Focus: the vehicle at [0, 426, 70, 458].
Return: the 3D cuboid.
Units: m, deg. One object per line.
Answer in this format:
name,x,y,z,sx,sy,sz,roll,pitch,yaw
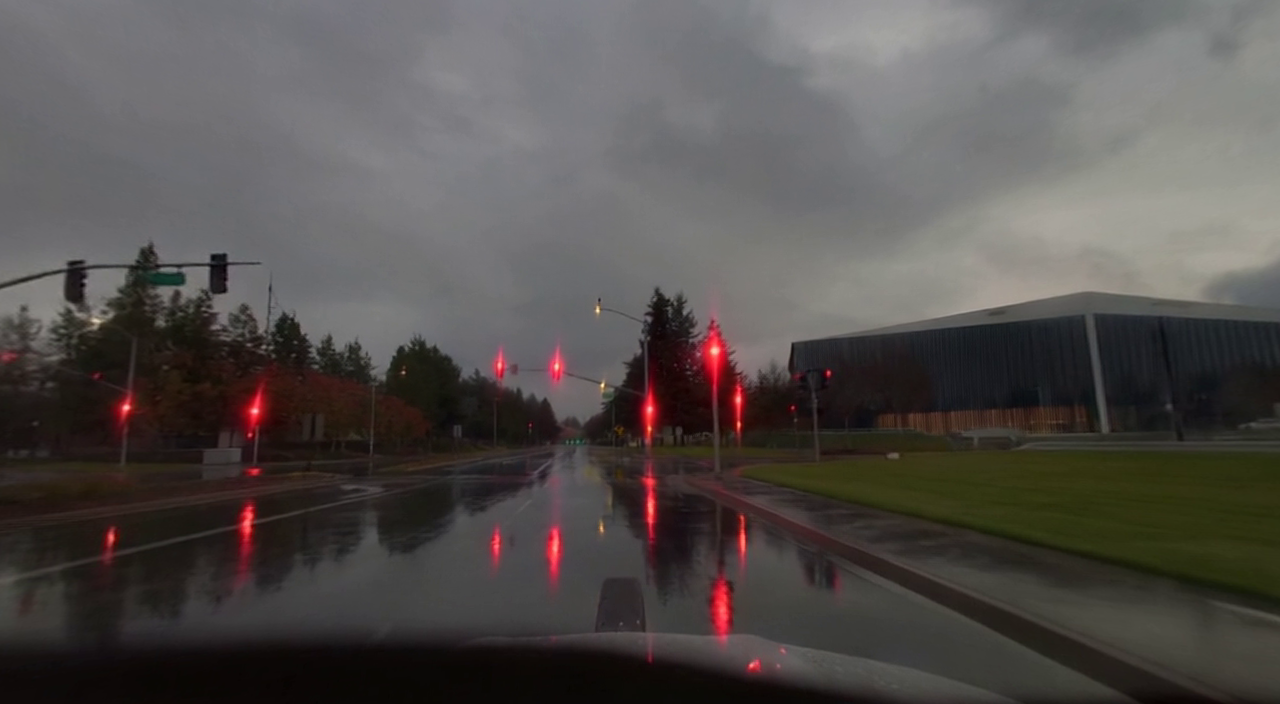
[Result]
vehicle,-41.838,6.061,42.257,2.119,2.013,5.475,1,-9,-3
